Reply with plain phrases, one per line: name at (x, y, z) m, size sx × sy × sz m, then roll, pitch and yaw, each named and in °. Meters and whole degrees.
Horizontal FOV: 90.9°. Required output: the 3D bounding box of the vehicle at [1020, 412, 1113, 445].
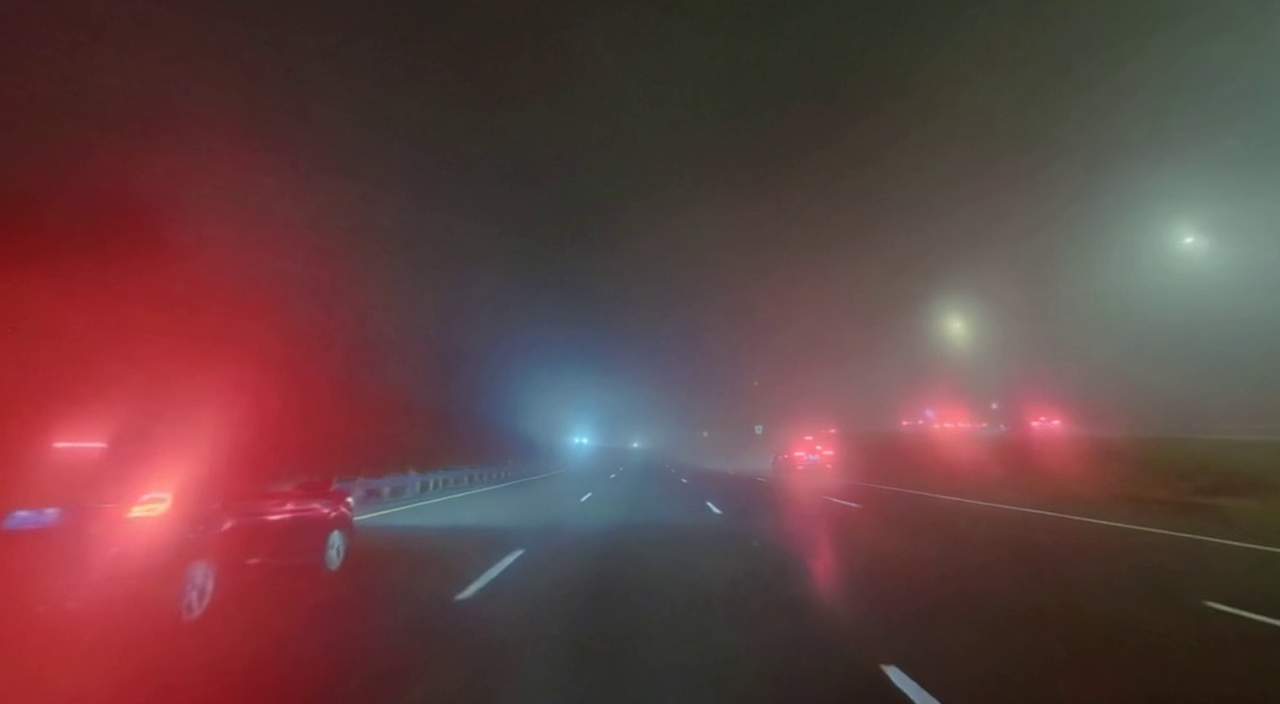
vehicle at (23.956, 4.374, 35.656) m, size 2.235 × 1.713 × 4.397 m, roll 0°, pitch -8°, yaw 2°

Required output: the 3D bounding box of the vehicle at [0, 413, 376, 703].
vehicle at (-4.133, 1.371, 5.116) m, size 2.021 × 1.526 × 4.385 m, roll 0°, pitch -8°, yaw 1°
